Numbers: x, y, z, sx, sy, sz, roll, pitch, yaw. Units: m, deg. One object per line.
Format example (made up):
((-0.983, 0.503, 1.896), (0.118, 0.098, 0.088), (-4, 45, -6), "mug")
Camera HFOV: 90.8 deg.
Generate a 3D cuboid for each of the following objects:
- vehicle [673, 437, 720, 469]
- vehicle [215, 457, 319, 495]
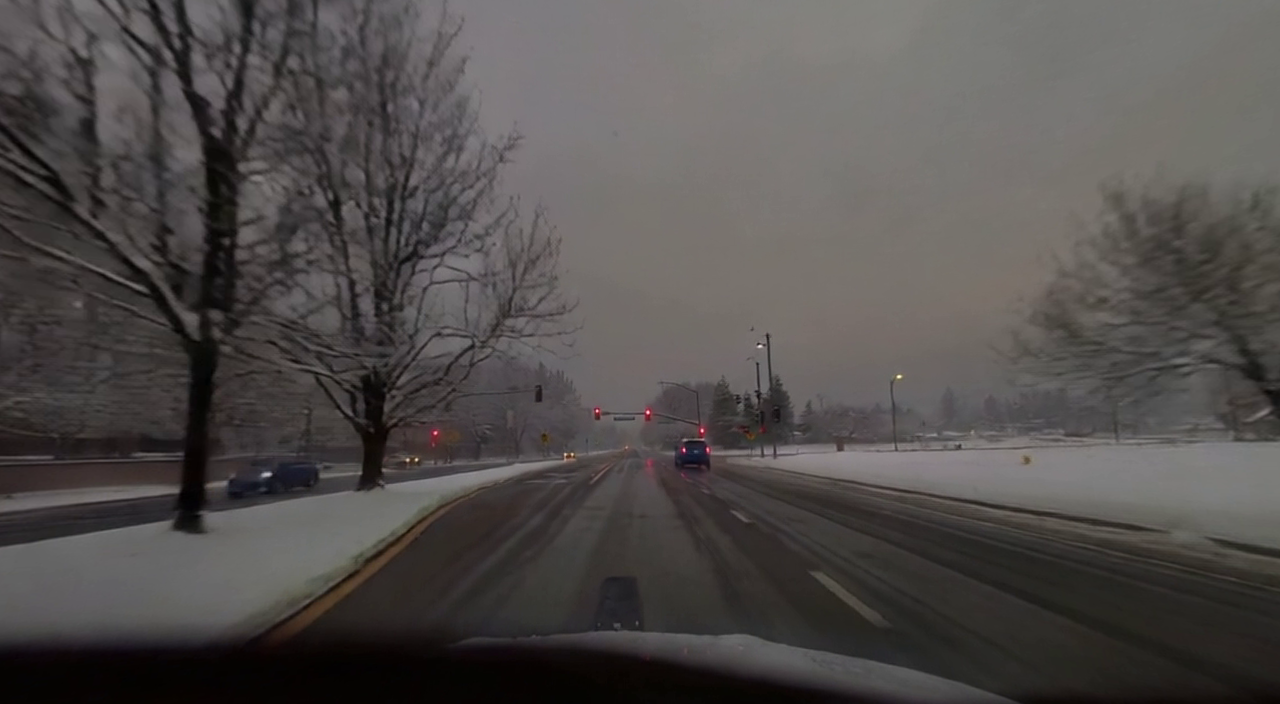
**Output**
((3.394, 6.229, 38.984), (2.229, 1.795, 4.927), (0, -9, -2), "vehicle")
((-16.261, 5.398, 27.854), (1.938, 1.468, 4.375), (0, -9, 0), "vehicle")
